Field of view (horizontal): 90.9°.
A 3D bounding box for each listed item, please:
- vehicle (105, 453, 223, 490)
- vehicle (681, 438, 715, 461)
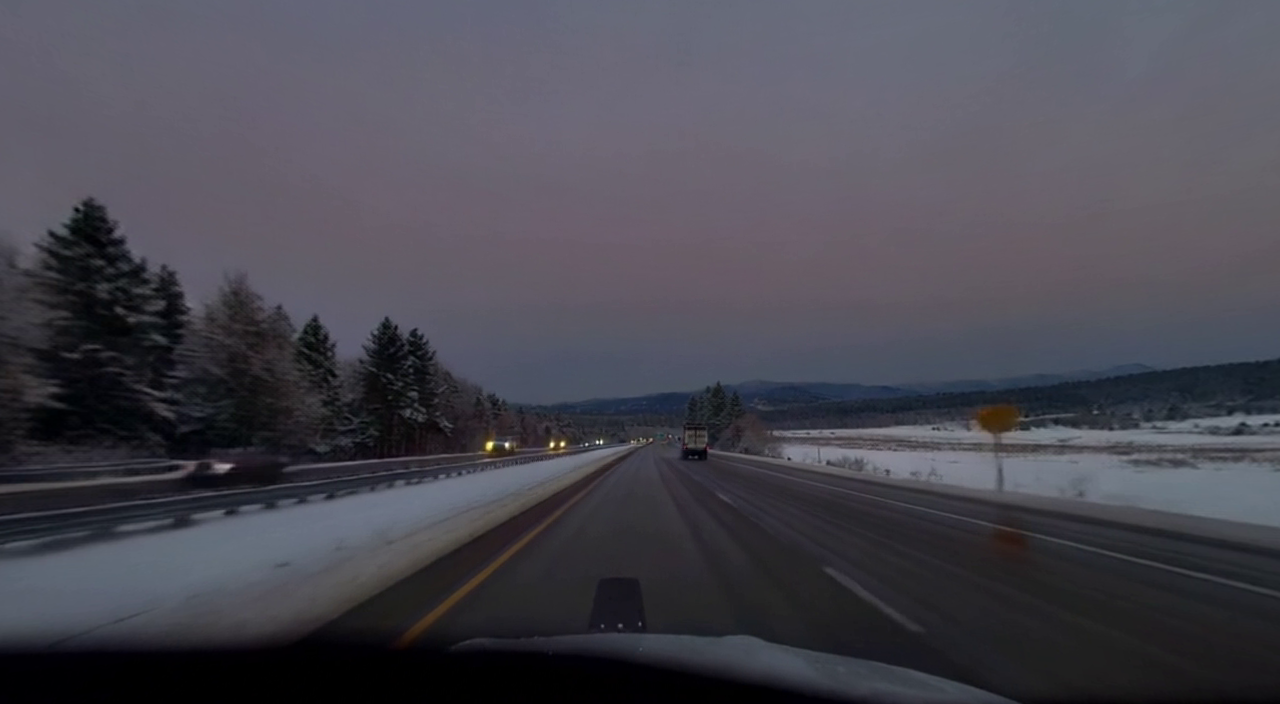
[{"bbox_3d":[-21.054,5.291,28.164,1.701,1.419,4.484,0,-8,1],"label":"vehicle"},{"bbox_3d":[4.381,7.470,48.353,2.157,1.640,4.056,0,-8,0],"label":"vehicle"}]
